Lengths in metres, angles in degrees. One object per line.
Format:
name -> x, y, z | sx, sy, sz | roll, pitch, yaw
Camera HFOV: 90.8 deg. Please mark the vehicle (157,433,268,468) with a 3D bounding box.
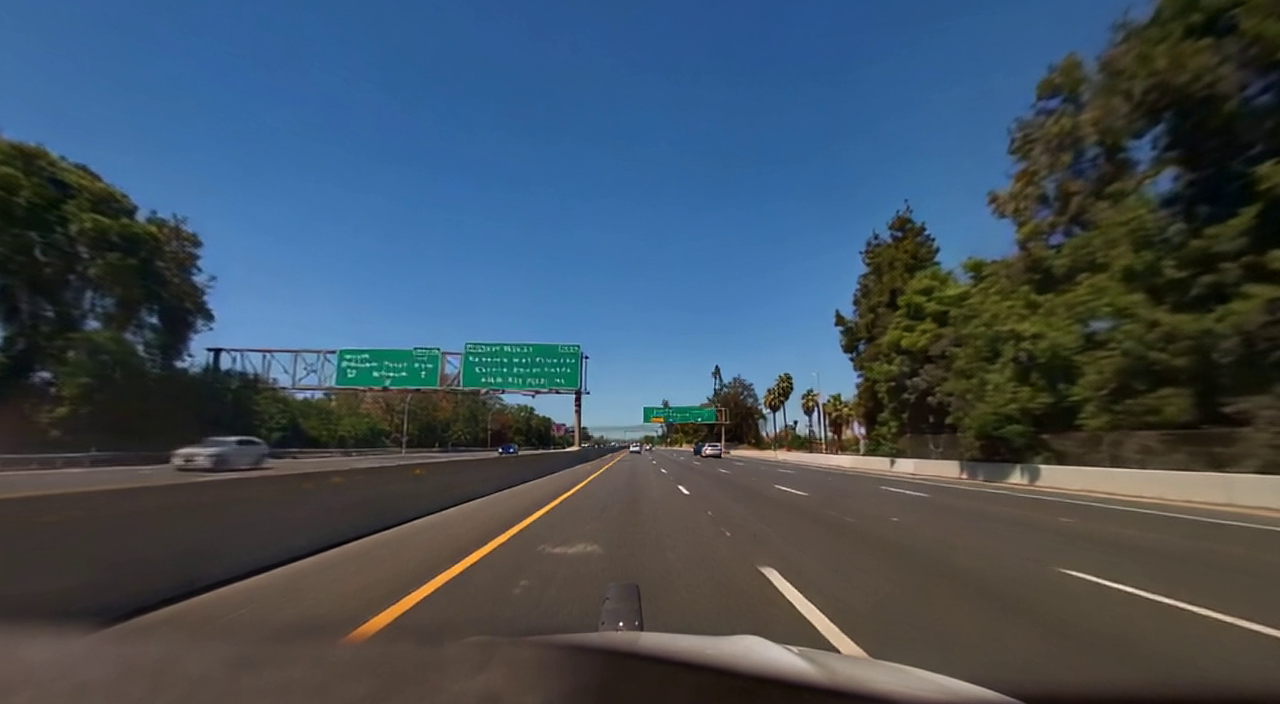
vehicle -> -19.475, 4.535, 29.082 | 1.920, 1.478, 4.587 | 0, -9, 0
